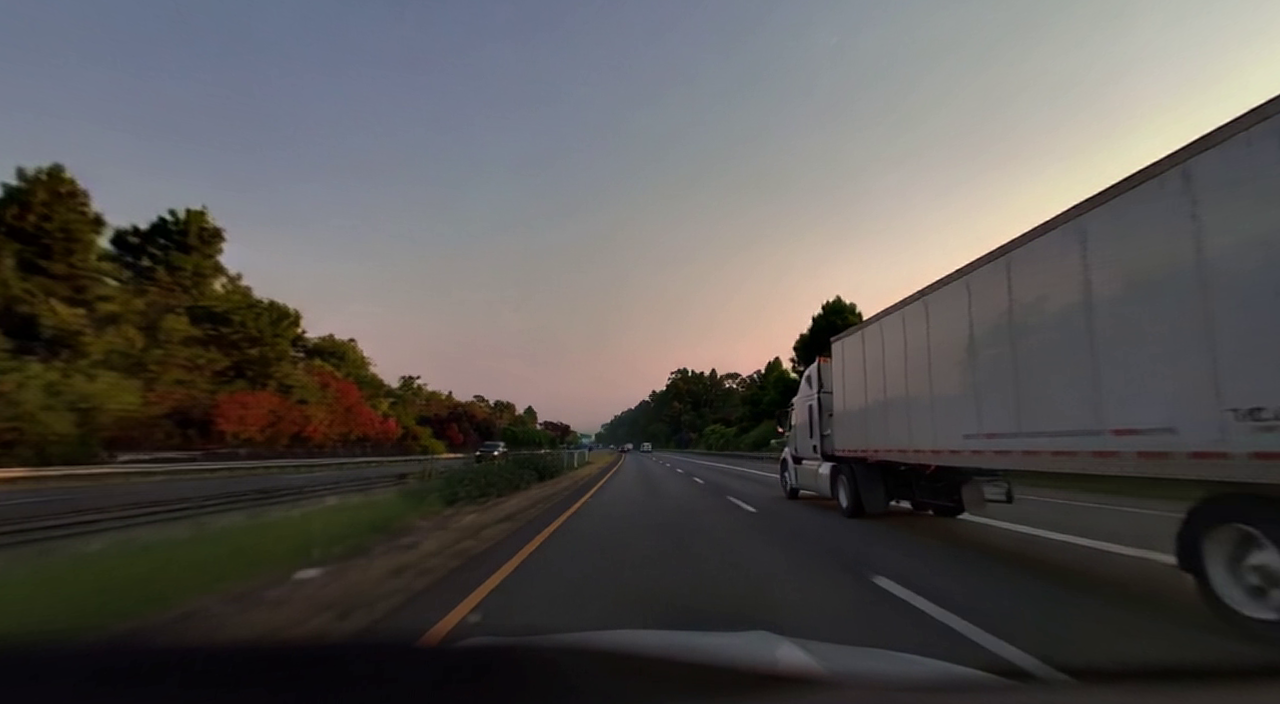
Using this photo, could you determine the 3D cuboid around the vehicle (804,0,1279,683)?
[{"bbox_3d":[5.009,0.148,5.772,2.983,4.030,14.444,0,-9,-1],"label":"vehicle"}]
